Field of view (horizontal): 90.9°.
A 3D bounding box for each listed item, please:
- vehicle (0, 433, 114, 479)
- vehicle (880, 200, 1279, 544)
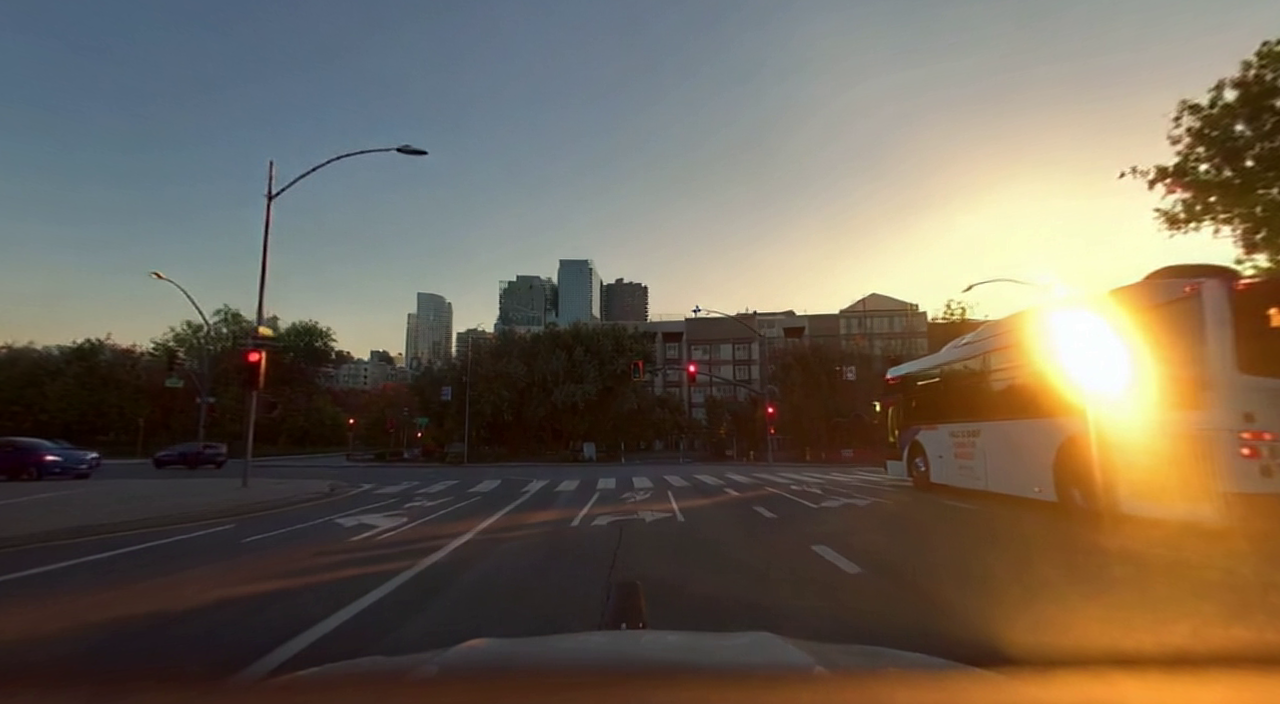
[{"bbox_3d":[-23.906,4.005,24.342,5.014,1.675,1.906,3,-9,-20],"label":"vehicle"},{"bbox_3d":[8.976,1.155,13.846,2.916,4.009,13.397,-1,-9,4],"label":"vehicle"}]
